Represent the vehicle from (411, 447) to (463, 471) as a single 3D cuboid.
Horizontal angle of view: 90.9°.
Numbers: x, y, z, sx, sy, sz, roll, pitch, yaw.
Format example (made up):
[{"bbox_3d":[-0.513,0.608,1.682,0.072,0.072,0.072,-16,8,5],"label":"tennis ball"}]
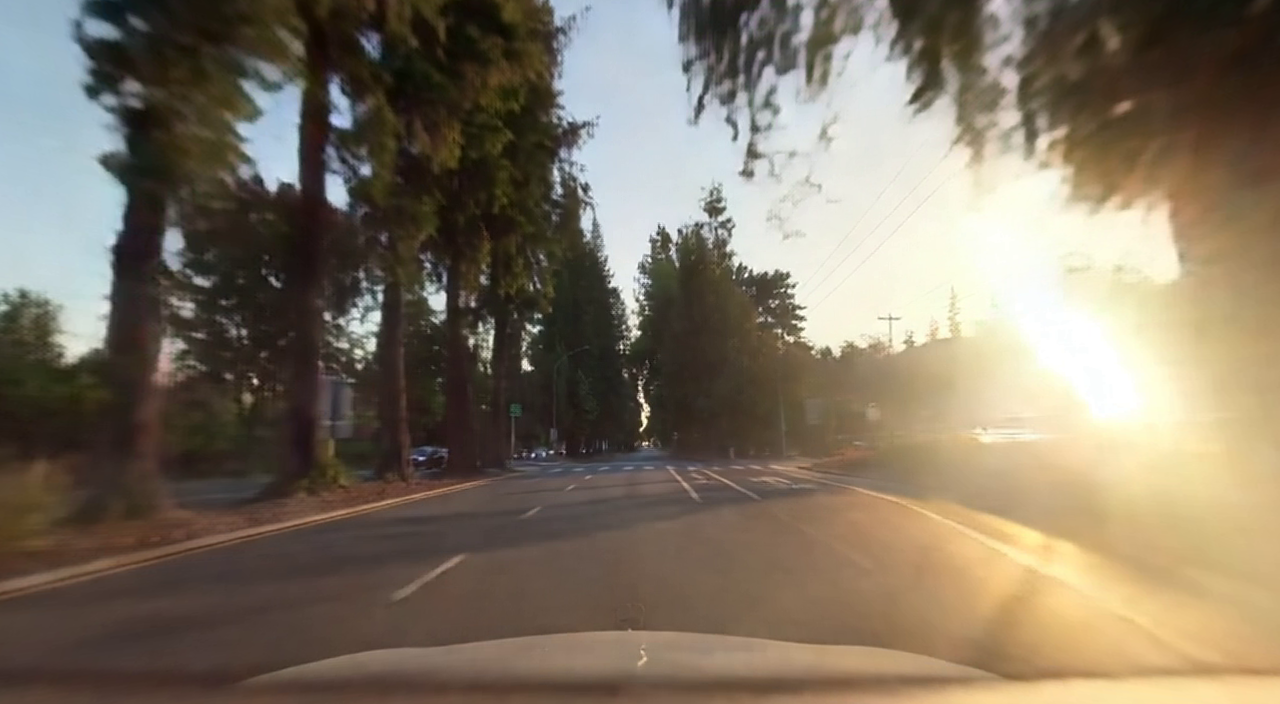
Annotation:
[{"bbox_3d":[-13.511,7.129,42.232,1.883,1.484,4.464,0,-8,1],"label":"vehicle"}]
